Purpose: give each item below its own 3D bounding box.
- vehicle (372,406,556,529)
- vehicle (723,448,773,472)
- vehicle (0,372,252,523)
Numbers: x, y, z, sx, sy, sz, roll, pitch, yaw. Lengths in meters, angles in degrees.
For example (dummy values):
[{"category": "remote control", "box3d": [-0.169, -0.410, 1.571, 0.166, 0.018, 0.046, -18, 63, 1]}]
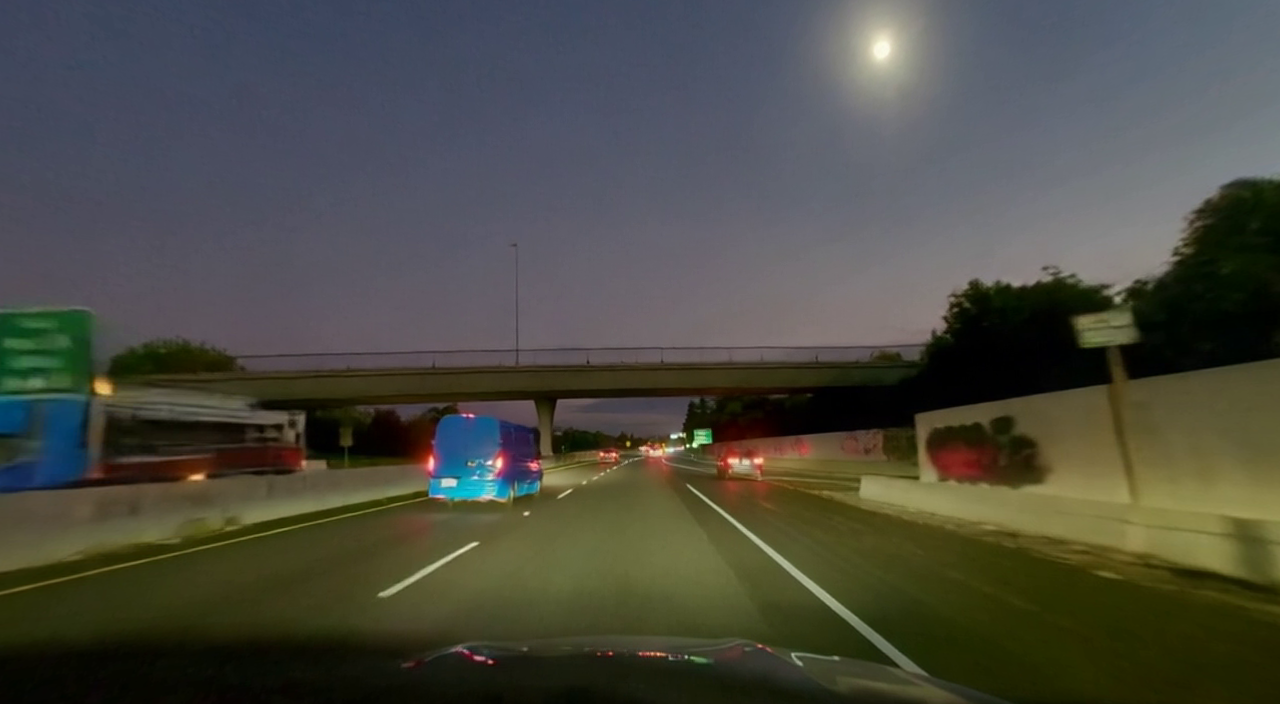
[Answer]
[{"category": "vehicle", "box3d": [-3.261, 2.299, 13.086, 2.310, 2.030, 5.094, 0, -8, 0]}, {"category": "vehicle", "box3d": [7.253, 7.275, 42.875, 1.972, 1.492, 4.623, 1, -9, -8]}, {"category": "vehicle", "box3d": [-16.979, 2.992, 19.804, 3.030, 3.624, 10.094, 0, -9, 1]}]
